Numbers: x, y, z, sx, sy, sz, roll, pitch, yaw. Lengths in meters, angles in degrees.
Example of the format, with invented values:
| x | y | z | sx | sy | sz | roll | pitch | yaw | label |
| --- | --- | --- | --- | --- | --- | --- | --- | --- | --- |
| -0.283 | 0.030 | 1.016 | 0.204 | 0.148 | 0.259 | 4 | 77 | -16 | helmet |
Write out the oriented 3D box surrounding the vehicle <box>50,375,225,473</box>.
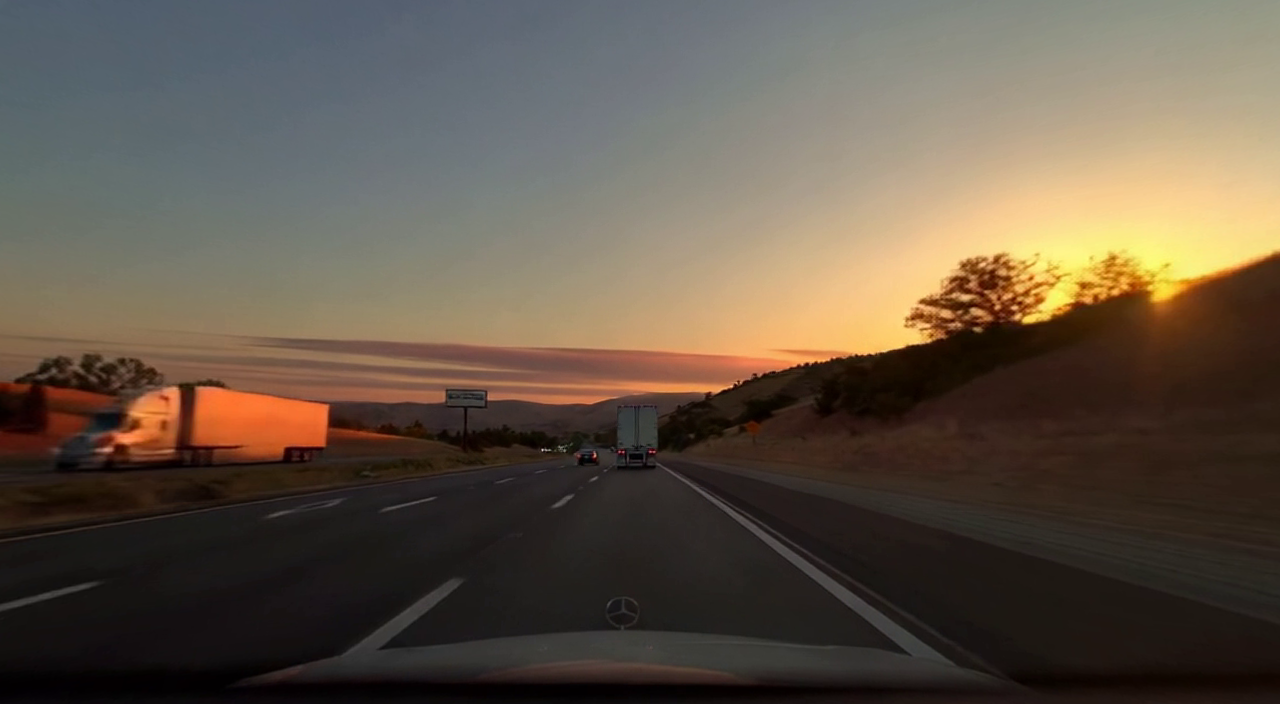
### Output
| x | y | z | sx | sy | sz | roll | pitch | yaw | label |
| --- | --- | --- | --- | --- | --- | --- | --- | --- | --- |
| -22.672 | 3.403 | 29.015 | 2.929 | 4.000 | 5.907 | 0 | -9 | 0 | vehicle |
